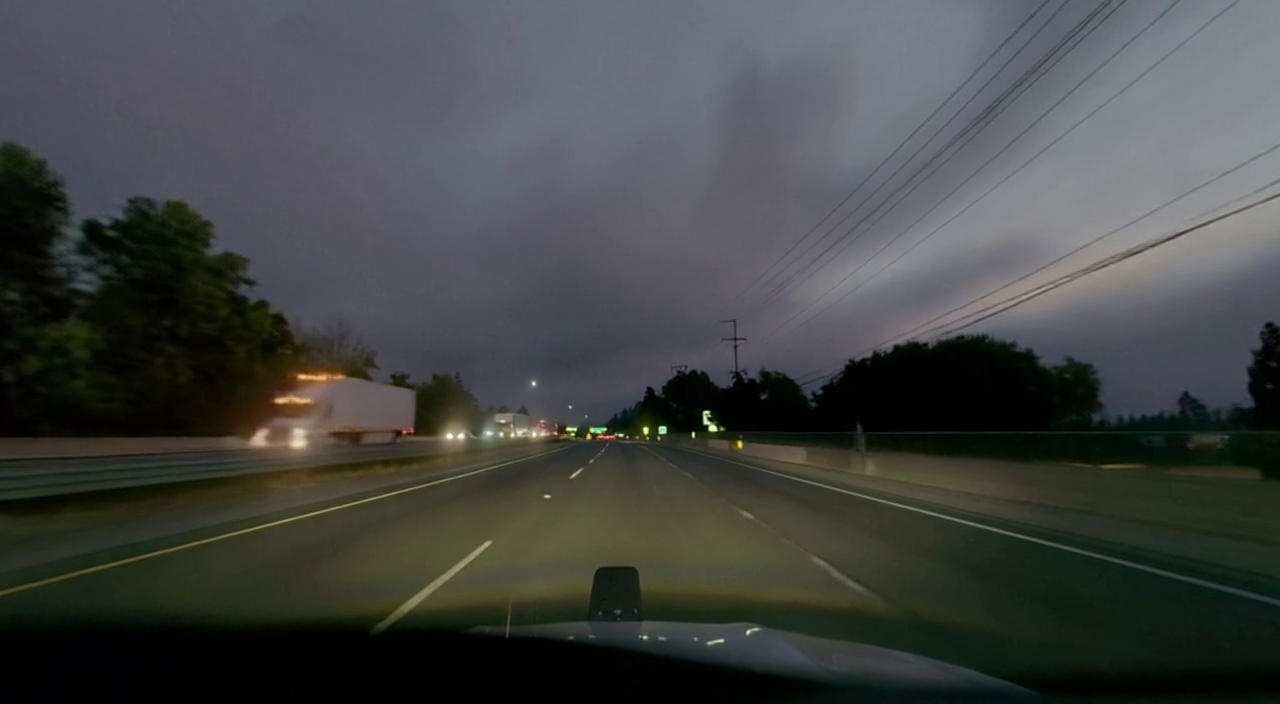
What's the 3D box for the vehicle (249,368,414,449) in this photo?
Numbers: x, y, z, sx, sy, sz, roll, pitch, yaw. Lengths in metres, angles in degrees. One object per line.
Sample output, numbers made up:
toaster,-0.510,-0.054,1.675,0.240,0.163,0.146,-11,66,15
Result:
vehicle,-17.495,3.633,37.525,3.576,3.966,13.138,0,-8,-2
